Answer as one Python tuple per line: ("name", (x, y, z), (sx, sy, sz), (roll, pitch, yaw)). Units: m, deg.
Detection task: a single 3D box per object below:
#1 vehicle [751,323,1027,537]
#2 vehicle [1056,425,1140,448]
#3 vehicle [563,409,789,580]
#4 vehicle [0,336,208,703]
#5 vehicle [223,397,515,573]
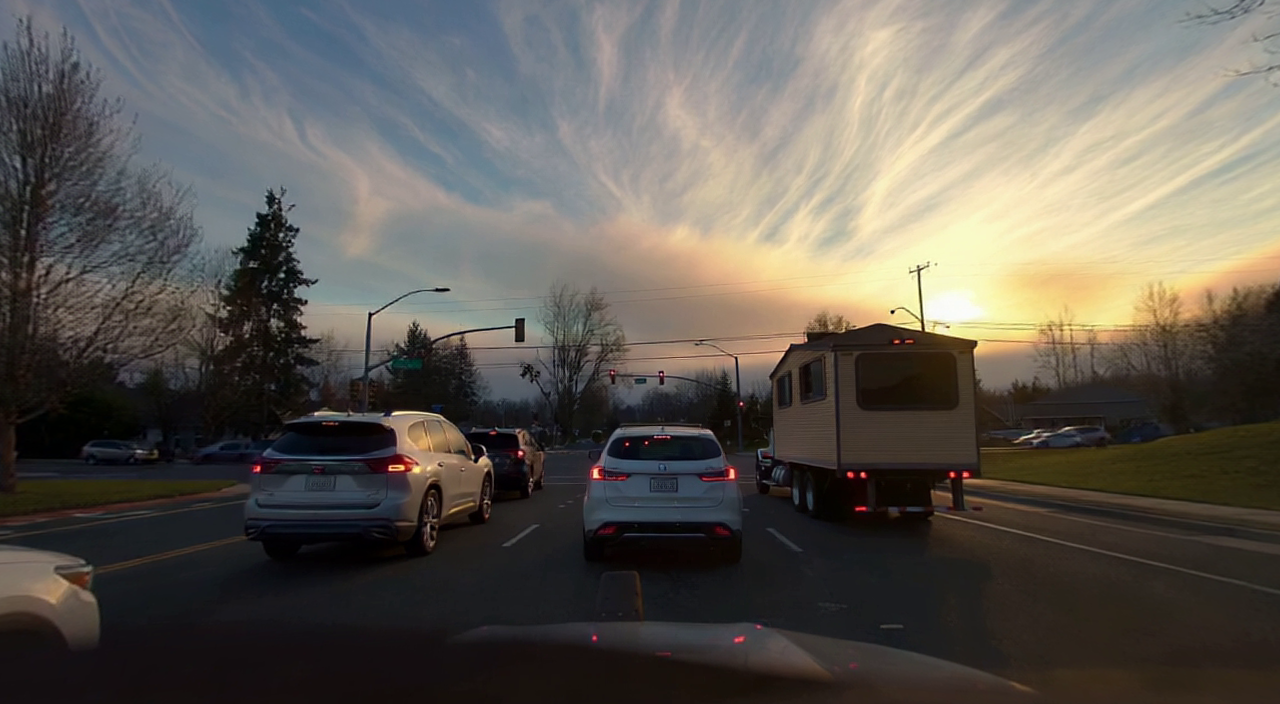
("vehicle", (3.683, 1.402, 10.996), (2.531, 2.750, 5.595), (0, -9, 1))
("vehicle", (33.154, 6.152, 45.883), (4.671, 1.595, 1.824), (-6, -10, 31))
("vehicle", (0.357, 1.701, 8.304), (2.189, 1.649, 4.171), (0, -9, 0))
("vehicle", (-3.424, 0.672, 1.469), (1.952, 1.730, 4.116), (0, -9, -1))
("vehicle", (-3.266, 1.713, 8.843), (2.085, 1.812, 4.388), (0, -9, 0))
